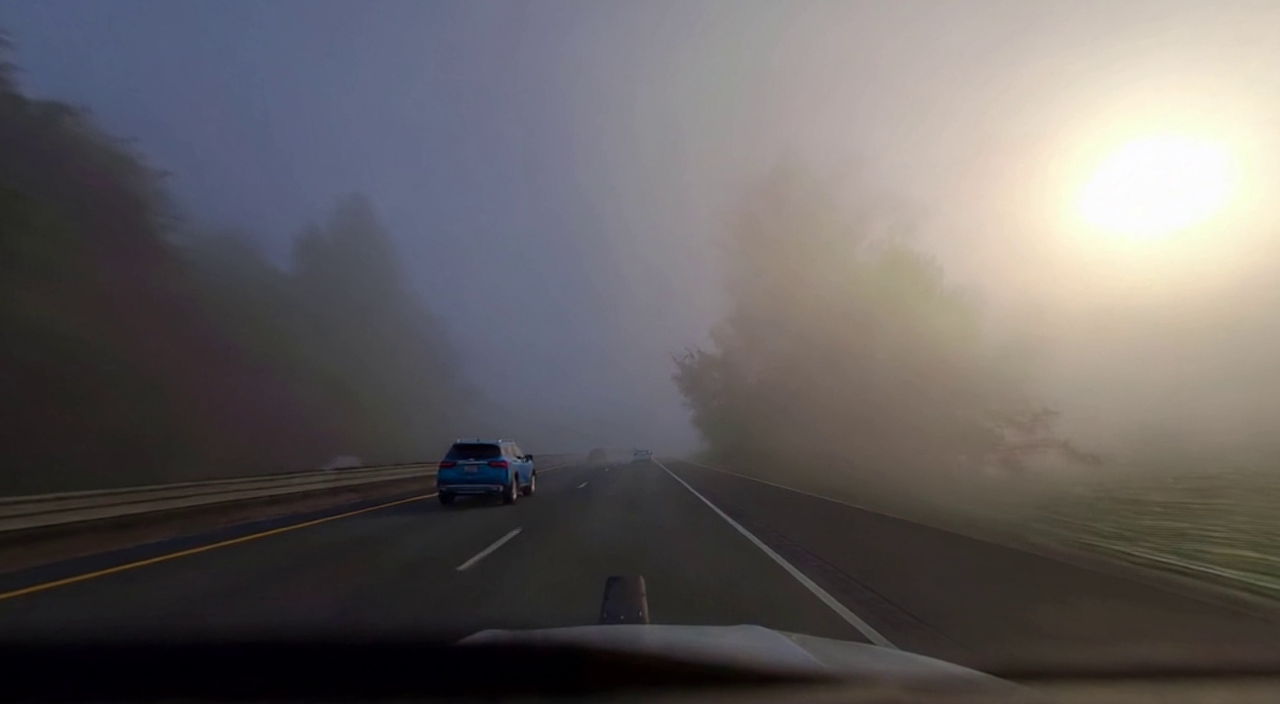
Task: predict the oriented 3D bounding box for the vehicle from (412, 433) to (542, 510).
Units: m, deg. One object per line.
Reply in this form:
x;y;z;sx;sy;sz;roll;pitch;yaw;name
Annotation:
-3.896;2.938;15.958;2.100;1.667;4.223;0;-9;0;vehicle

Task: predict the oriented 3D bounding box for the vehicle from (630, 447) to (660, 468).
0.309;7.565;45.382;2.046;1.452;4.407;0;-9;-1;vehicle

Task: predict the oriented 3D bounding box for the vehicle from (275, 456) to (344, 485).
-17.072;6.108;32.770;1.629;1.393;3.517;0;-9;1;vehicle
